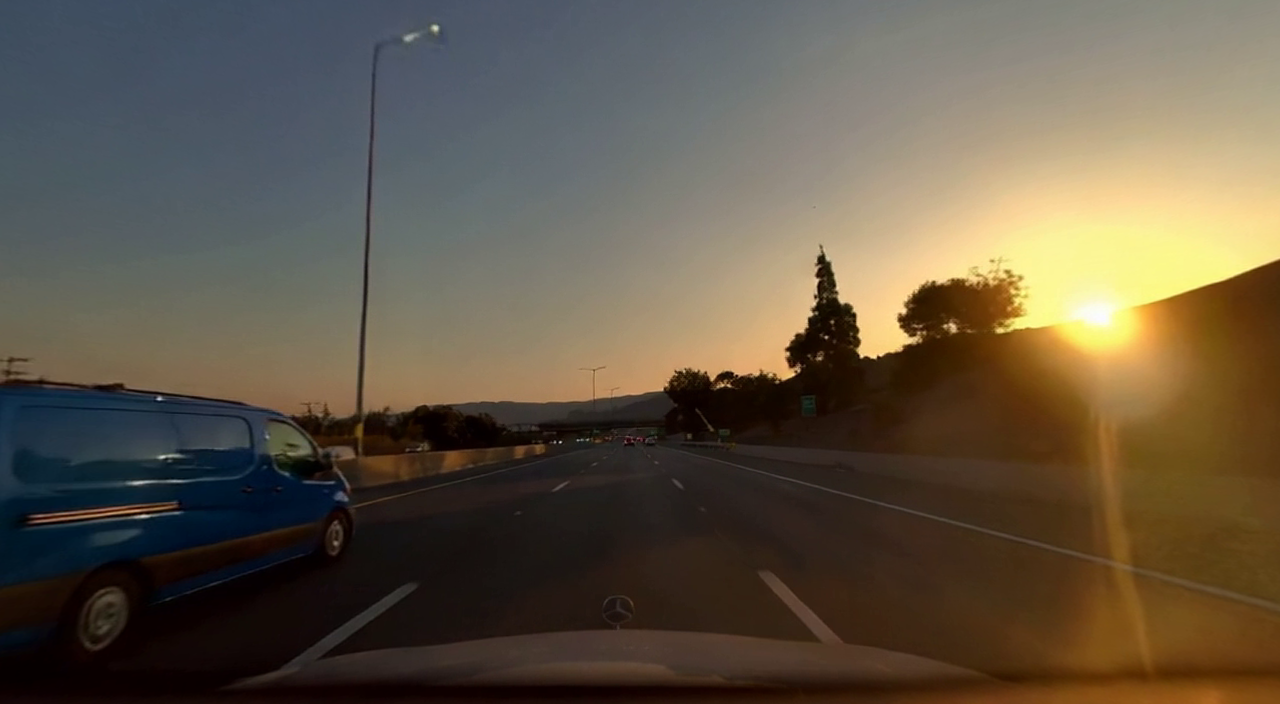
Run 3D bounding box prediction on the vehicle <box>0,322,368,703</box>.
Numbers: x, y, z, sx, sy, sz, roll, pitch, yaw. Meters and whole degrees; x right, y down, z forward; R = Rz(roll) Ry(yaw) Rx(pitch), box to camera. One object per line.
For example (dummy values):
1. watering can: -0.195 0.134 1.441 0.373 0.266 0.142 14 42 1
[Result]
1. vehicle: -4.188 1.040 4.850 2.104 1.860 4.853 0 -8 -1
